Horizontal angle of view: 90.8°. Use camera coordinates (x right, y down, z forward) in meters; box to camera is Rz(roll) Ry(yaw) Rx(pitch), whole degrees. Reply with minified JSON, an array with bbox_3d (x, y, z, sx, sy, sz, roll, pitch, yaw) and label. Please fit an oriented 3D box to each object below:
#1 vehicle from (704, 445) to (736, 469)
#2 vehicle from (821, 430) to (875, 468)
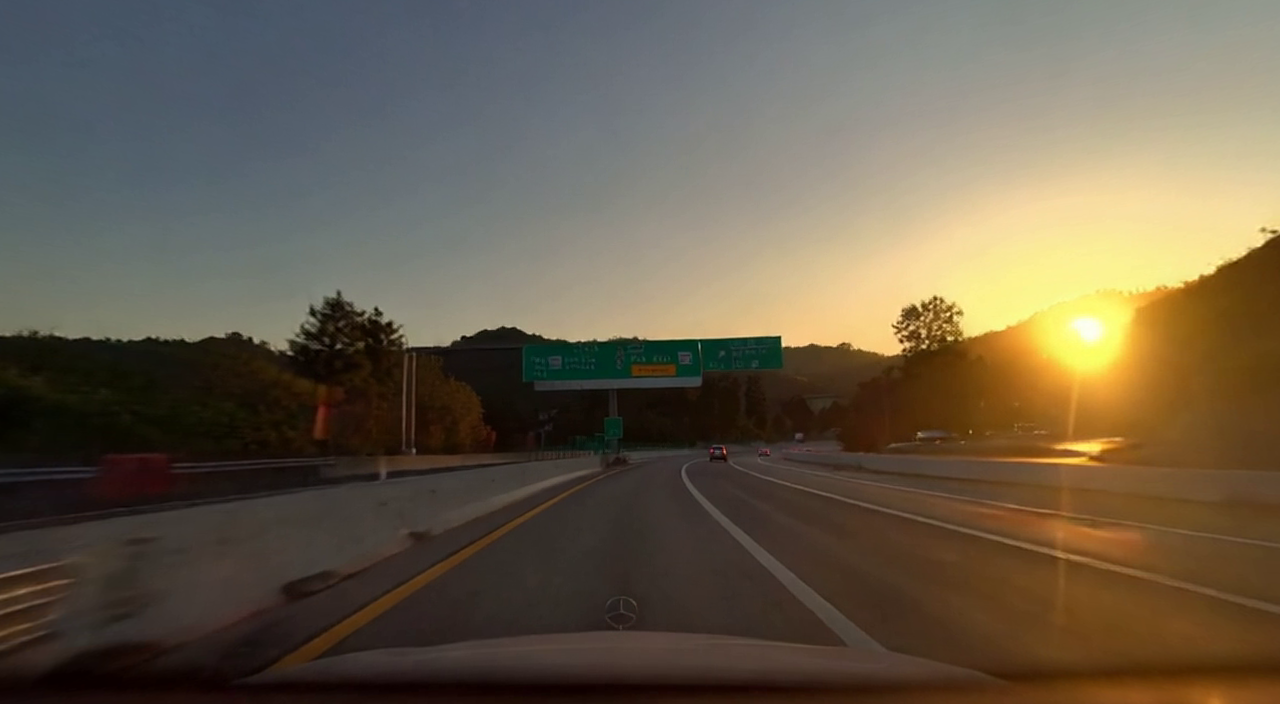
[{"bbox_3d":[5.376,7.098,42.958,1.874,1.506,4.116,-1,-8,3],"label":"vehicle"},{"bbox_3d":[14.271,6.681,43.568,3.055,2.511,2.572,-2,-9,8],"label":"vehicle"}]
